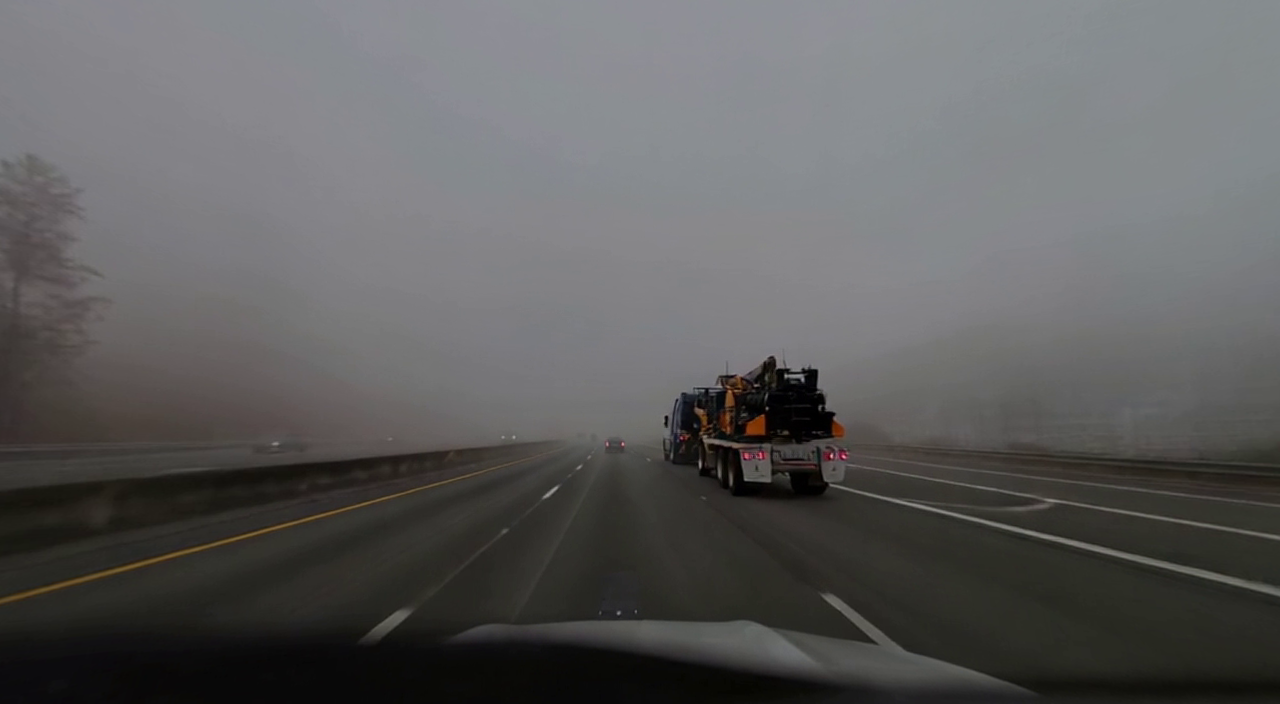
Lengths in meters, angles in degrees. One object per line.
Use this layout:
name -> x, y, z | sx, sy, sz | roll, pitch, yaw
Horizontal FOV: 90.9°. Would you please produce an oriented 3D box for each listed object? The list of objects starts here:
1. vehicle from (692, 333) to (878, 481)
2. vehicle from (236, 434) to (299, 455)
vehicle -> 3.475, 1.712, 17.684 | 2.833, 3.180, 8.004 | 1, -8, -4
vehicle -> -26.651, 6.630, 45.220 | 1.939, 1.438, 4.486 | 1, -8, -3
